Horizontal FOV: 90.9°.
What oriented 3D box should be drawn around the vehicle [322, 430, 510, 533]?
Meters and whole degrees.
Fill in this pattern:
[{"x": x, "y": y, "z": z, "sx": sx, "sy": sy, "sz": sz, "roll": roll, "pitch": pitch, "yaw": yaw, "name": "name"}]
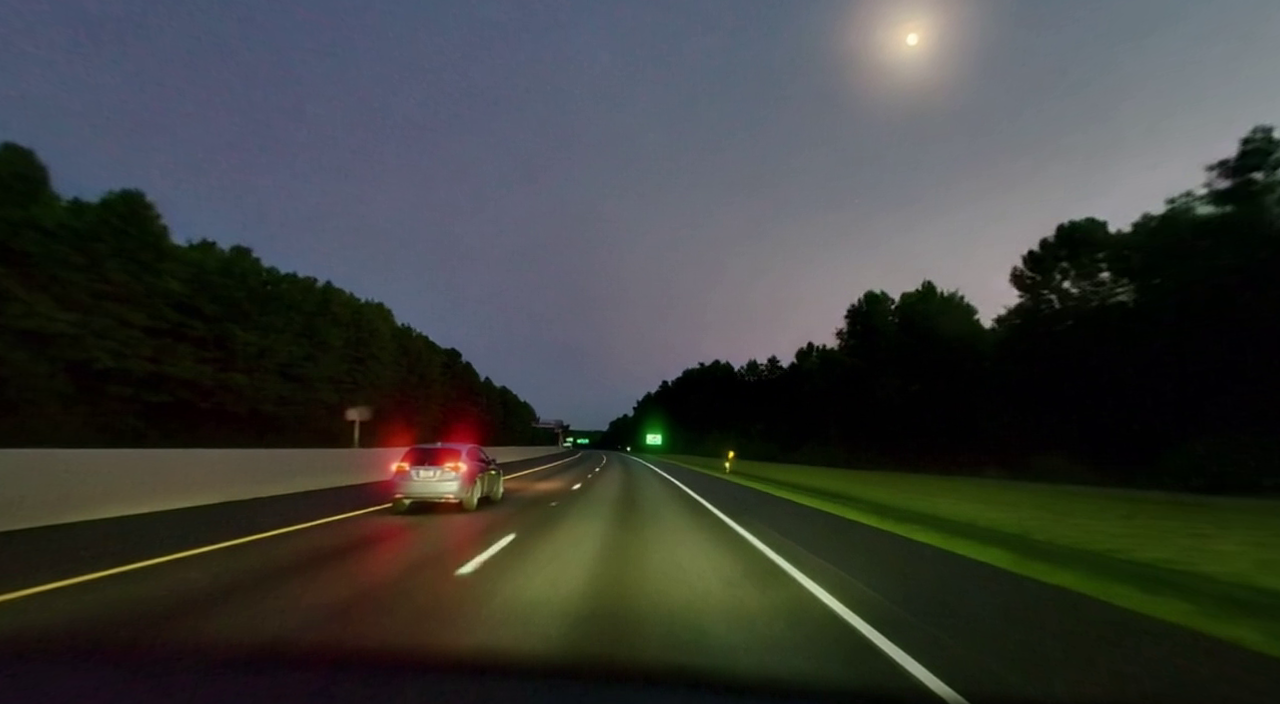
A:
[{"x": -3.790, "y": 2.264, "z": 11.509, "sx": 1.990, "sy": 1.532, "sz": 3.911, "roll": 0, "pitch": -9, "yaw": 0, "name": "vehicle"}]
